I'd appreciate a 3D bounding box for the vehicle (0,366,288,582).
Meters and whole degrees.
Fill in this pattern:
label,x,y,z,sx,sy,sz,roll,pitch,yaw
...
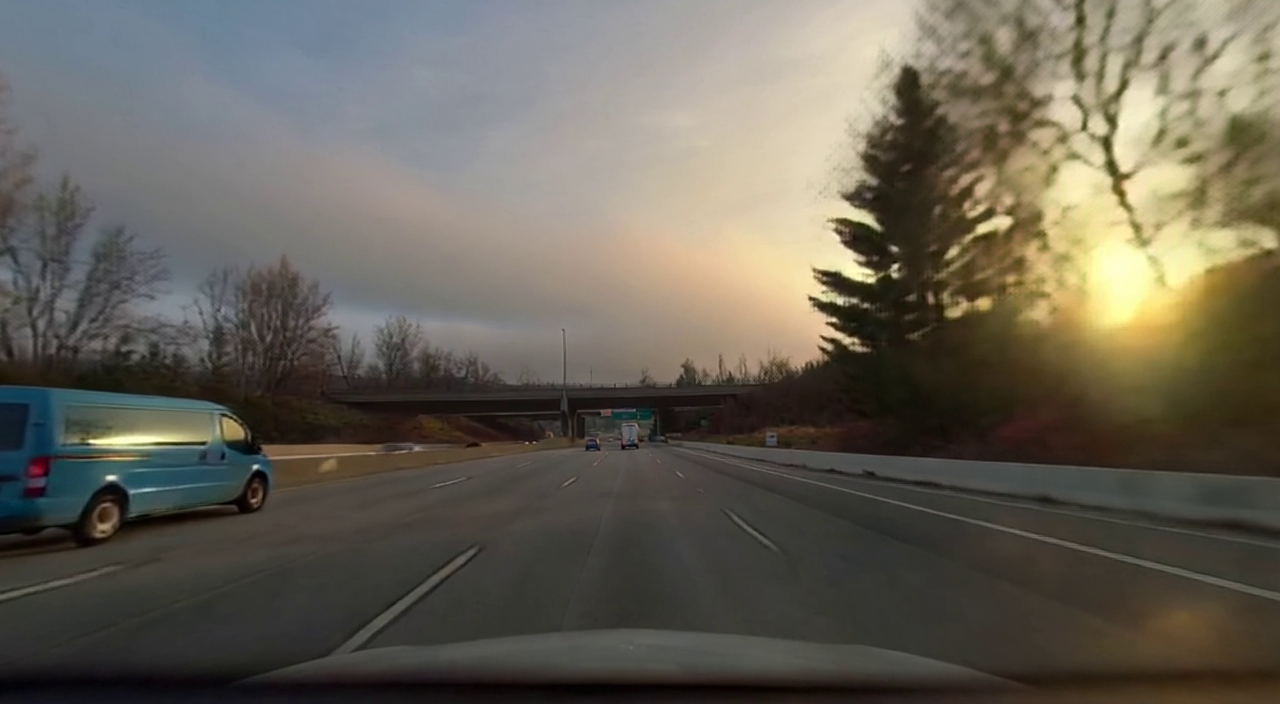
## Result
label,x,y,z,sx,sy,sz,roll,pitch,yaw
vehicle,-7.112,1.448,8.102,2.150,1.996,5.341,0,-8,-2
